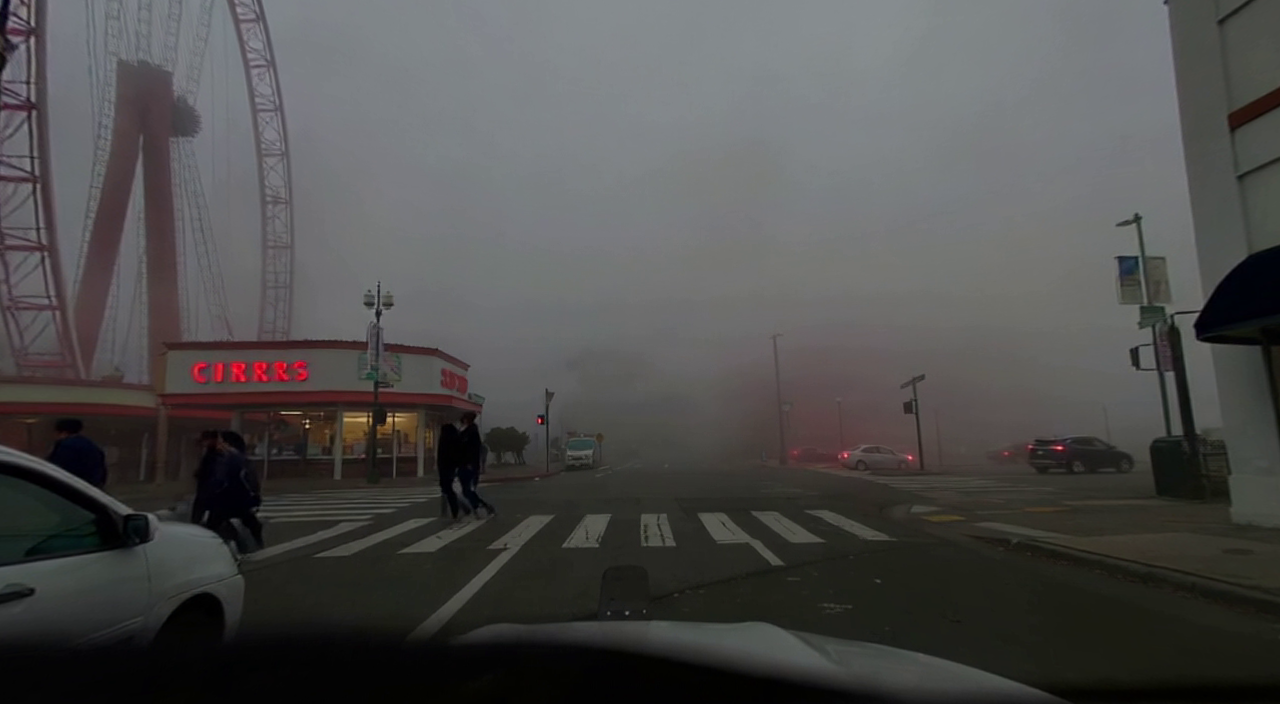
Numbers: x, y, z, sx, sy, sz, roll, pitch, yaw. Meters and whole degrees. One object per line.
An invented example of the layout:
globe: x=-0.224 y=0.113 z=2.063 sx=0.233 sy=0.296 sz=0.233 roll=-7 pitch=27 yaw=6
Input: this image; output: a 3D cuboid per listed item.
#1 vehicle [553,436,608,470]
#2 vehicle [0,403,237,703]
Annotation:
vehicle: x=-3.915 y=6.413 z=40.242 sx=2.549 sy=2.000 sz=5.699 roll=2 pitch=-9 yaw=-15
vehicle: x=-3.370 y=0.784 z=1.187 sx=1.940 sy=1.505 sz=4.676 roll=-1 pitch=-9 yaw=3
